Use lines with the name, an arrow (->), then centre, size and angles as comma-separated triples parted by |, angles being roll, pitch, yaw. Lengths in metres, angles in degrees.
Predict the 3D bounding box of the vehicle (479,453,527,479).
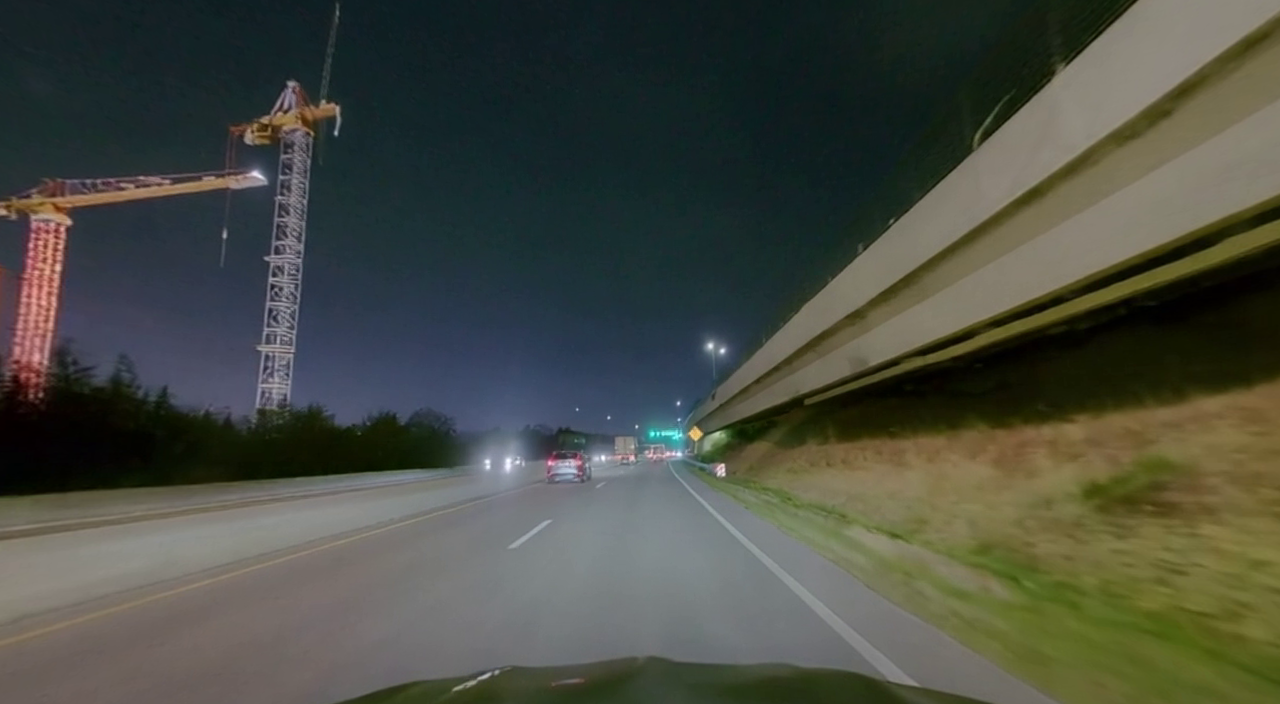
vehicle -> -8.552, 7.133, 39.694 | 1.918, 1.483, 4.090 | -1, -9, 2

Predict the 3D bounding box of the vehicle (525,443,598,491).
vehicle -> -2.873, 4.347, 24.028 | 2.194, 1.648, 3.984 | -1, -9, 1
